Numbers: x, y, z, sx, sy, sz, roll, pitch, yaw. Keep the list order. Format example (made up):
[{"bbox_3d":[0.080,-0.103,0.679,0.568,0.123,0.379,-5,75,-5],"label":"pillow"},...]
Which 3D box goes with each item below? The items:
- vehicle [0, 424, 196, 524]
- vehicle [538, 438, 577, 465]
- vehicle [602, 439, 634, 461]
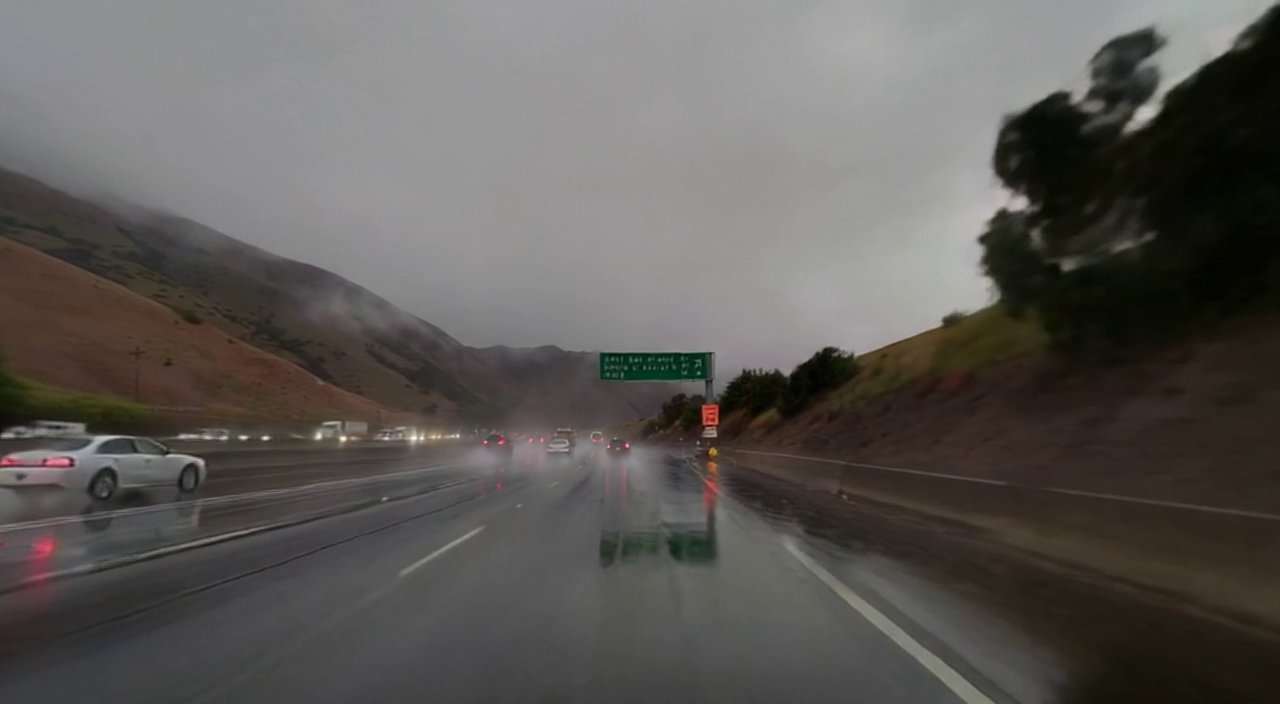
[{"bbox_3d":[-11.641,2.366,12.763,2.047,1.645,4.451,0,-9,0],"label":"vehicle"},{"bbox_3d":[-5.301,6.483,41.120,2.060,1.631,4.214,0,-9,-1],"label":"vehicle"},{"bbox_3d":[-1.705,7.602,49.063,2.421,1.594,4.248,0,-9,-2],"label":"vehicle"}]
